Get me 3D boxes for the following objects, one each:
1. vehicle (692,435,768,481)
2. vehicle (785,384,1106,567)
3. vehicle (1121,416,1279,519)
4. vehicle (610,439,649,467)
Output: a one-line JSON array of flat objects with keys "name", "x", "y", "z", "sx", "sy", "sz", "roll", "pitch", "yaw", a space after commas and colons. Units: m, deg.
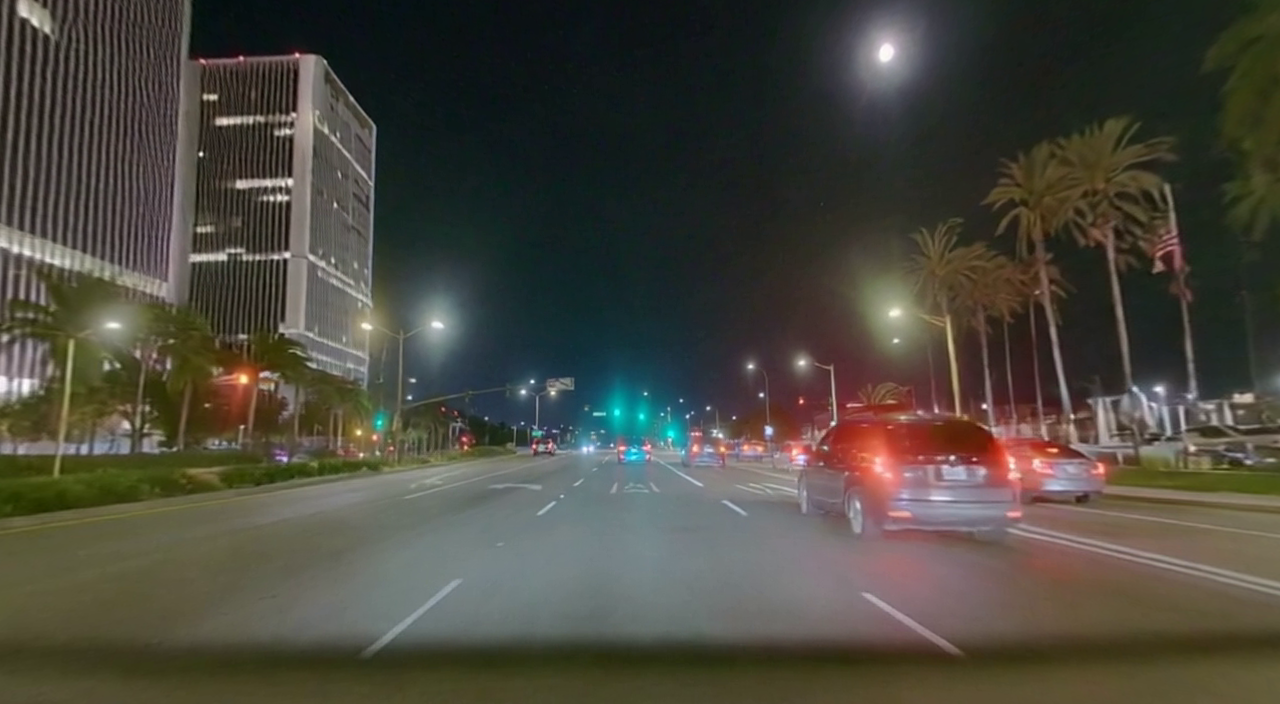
[{"name": "vehicle", "x": 3.221, "y": 3.903, "z": 23.512, "sx": 2.010, "sy": 1.509, "sz": 4.377, "roll": 0, "pitch": -9, "yaw": -2}, {"name": "vehicle", "x": 3.764, "y": 1.640, "z": 9.060, "sx": 2.104, "sy": 1.910, "sz": 4.693, "roll": 0, "pitch": -9, "yaw": -2}, {"name": "vehicle", "x": 12.291, "y": 2.169, "z": 12.055, "sx": 2.059, "sy": 1.808, "sz": 5.098, "roll": 0, "pitch": -9, "yaw": -1}, {"name": "vehicle", "x": -0.621, "y": 5.743, "z": 36.079, "sx": 2.115, "sy": 1.464, "sz": 4.205, "roll": 0, "pitch": -9, "yaw": -2}]
